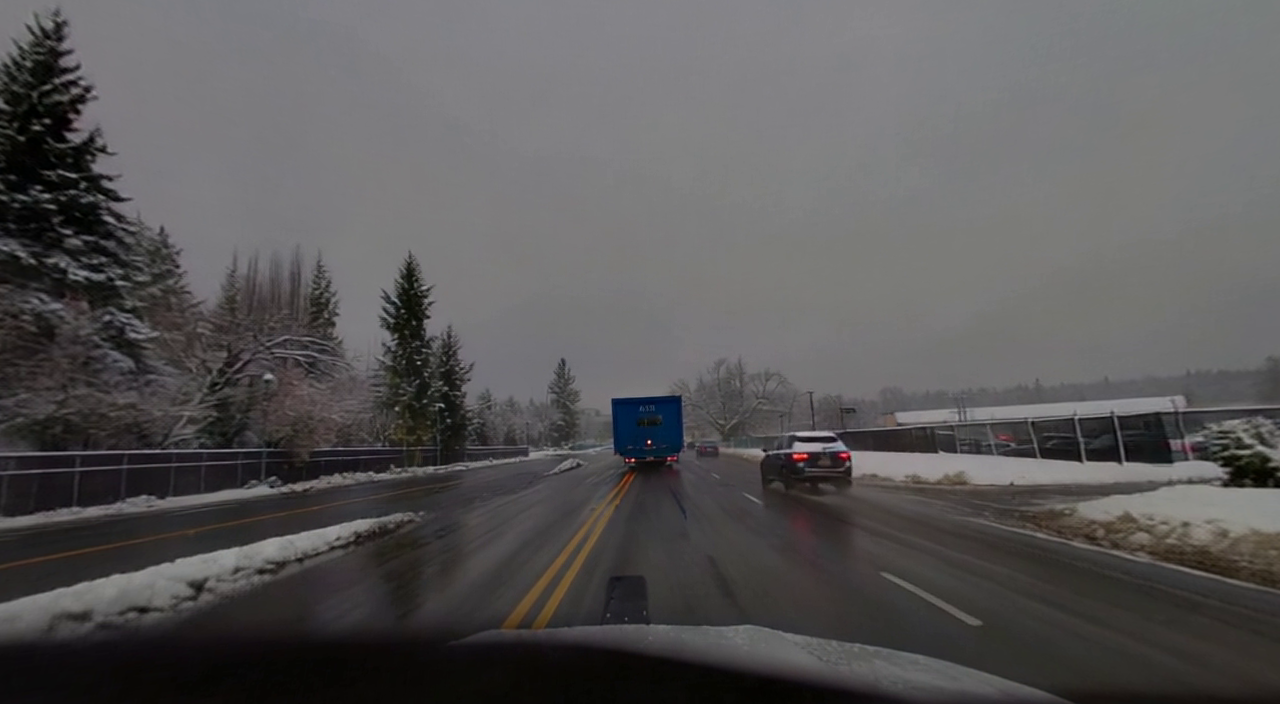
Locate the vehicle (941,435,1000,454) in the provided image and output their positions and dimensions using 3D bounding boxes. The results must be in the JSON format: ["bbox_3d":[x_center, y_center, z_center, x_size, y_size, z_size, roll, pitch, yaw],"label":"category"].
[{"bbox_3d":[23.421,6.563,44.687,3.251,1.321,1.555,-1,-9,0],"label":"vehicle"}]

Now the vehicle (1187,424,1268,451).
[{"bbox_3d":[43.594,6.346,46.935,2.050,1.801,5.143,-5,-8,15],"label":"vehicle"}]

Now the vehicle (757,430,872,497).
[{"bbox_3d":[4.840,3.161,18.260,2.076,1.661,4.524,0,-8,1],"label":"vehicle"}]

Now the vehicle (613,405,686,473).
[{"bbox_3d":[0.530,4.341,31.173,3.197,2.963,7.055,0,-8,2],"label":"vehicle"}]
